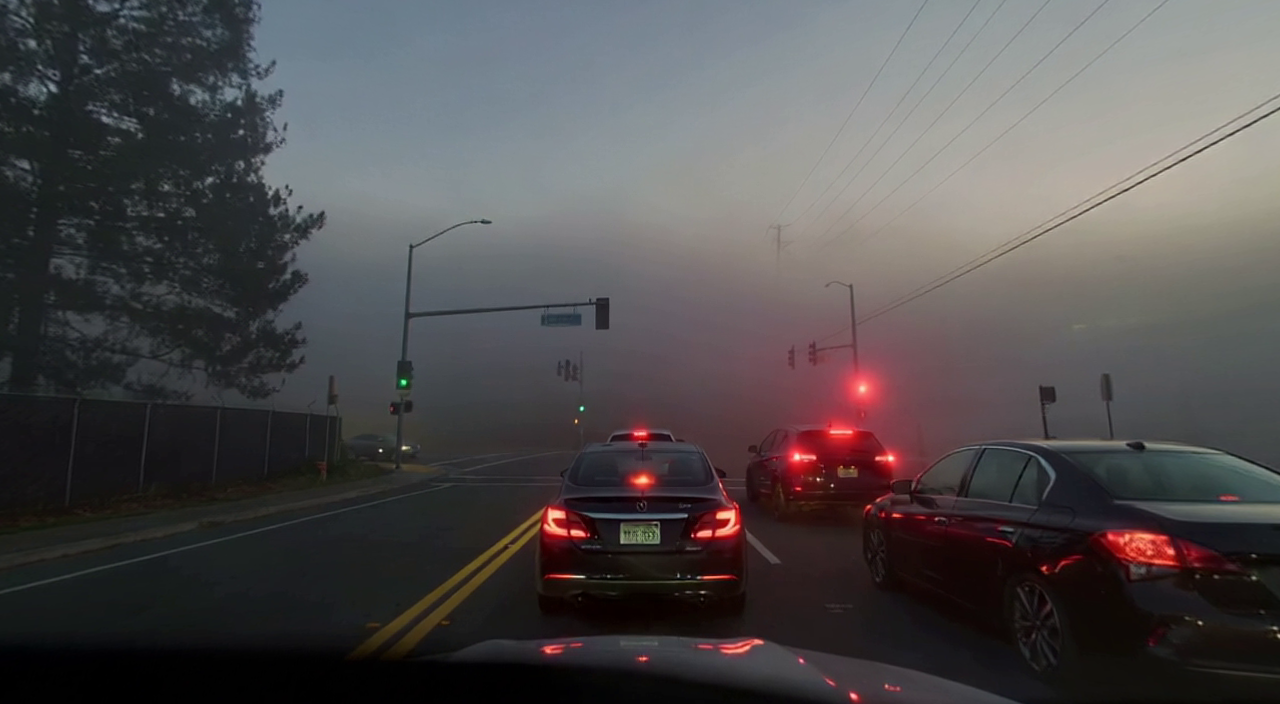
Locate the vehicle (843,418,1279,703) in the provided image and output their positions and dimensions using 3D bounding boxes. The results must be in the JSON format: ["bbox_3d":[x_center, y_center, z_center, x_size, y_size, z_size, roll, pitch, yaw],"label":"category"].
[{"bbox_3d":[3.081,1.243,4.137,2.027,1.432,4.431,0,-8,0],"label":"vehicle"}]

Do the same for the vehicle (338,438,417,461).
[{"bbox_3d":[-17.236,6.413,41.467,4.406,1.458,1.892,-1,-8,7],"label":"vehicle"}]

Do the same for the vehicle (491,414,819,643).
[{"bbox_3d":[0.066,1.495,6.440,2.170,1.497,4.369,0,-8,-1],"label":"vehicle"}]
